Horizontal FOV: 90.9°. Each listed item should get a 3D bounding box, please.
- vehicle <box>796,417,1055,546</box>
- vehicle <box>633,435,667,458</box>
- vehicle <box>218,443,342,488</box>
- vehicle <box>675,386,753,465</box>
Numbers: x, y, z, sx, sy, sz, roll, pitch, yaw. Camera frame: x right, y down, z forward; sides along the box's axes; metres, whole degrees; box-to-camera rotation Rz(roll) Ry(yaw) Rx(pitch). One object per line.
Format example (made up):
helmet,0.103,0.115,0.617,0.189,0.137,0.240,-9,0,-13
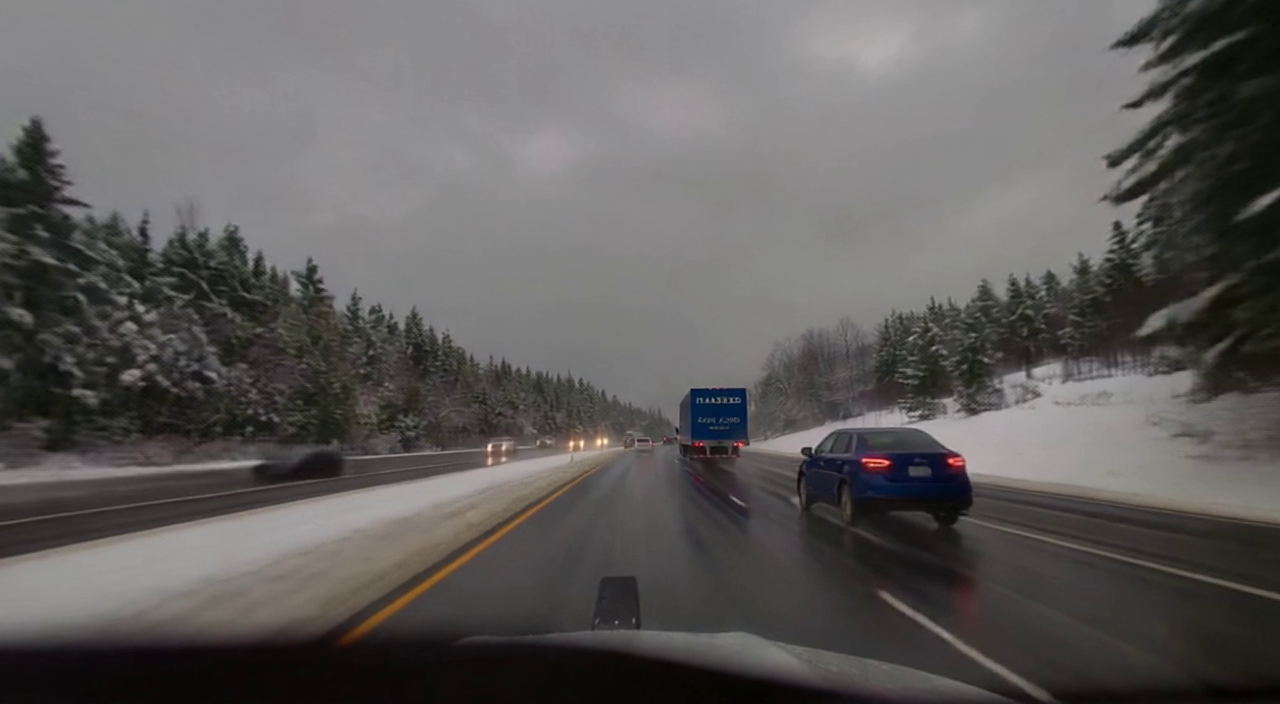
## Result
vehicle,4.083,1.886,9.986,2.028,1.573,4.207,0,-8,-1
vehicle,0.703,6.575,43.915,2.209,1.499,4.144,-1,-8,1
vehicle,-13.600,4.287,24.228,1.967,1.455,4.695,-1,-8,1
vehicle,4.232,4.730,39.661,3.171,4.072,13.784,0,-8,0
